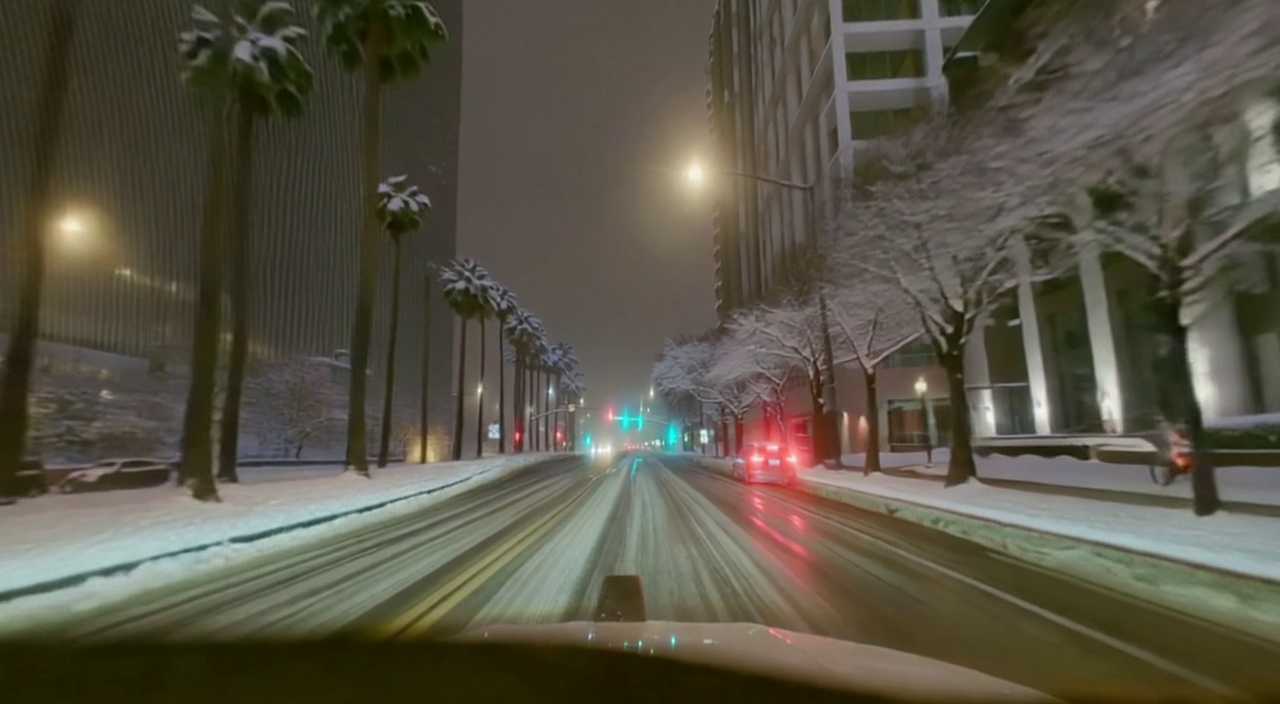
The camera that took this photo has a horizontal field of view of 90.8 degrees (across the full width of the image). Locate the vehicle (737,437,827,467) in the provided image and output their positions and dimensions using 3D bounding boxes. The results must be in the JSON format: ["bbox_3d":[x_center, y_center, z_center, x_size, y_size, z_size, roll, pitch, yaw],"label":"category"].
[{"bbox_3d":[8.555,6.064,38.377,4.871,1.708,2.144,0,-9,-1],"label":"vehicle"}]

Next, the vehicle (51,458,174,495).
[{"bbox_3d":[-23.940,5.645,28.936,1.751,1.424,4.506,0,-9,0],"label":"vehicle"}]
